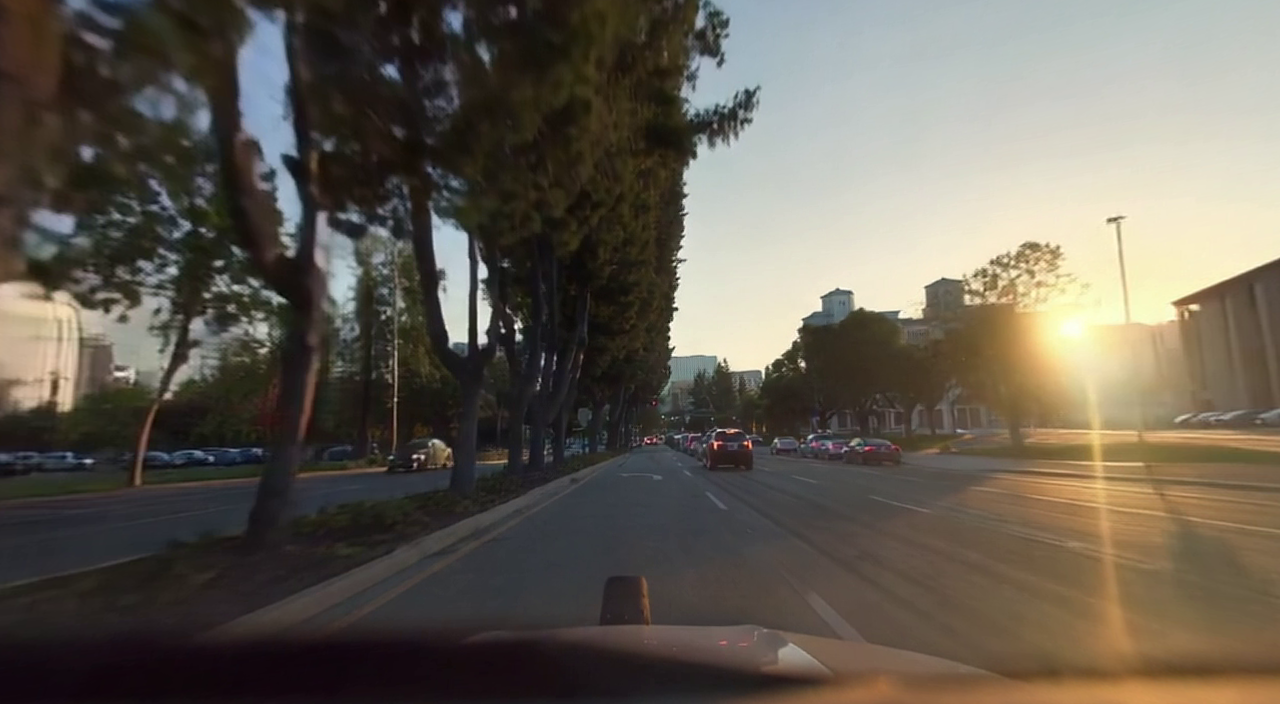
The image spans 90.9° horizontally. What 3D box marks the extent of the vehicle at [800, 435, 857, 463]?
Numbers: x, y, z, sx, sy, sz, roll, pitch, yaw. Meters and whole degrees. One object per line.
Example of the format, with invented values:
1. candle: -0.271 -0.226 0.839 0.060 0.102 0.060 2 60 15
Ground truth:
1. vehicle: 10.796 5.588 36.456 1.841 1.471 4.790 0 -8 0

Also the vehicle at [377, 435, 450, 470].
1. vehicle: -13.640 6.101 38.462 2.285 1.931 5.530 -2 -8 2

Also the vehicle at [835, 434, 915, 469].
1. vehicle: 10.537 4.496 28.653 1.840 1.467 4.731 0 -8 0

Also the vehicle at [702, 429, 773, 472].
1. vehicle: 4.050 4.185 26.972 2.216 1.675 4.627 0 -8 -1
